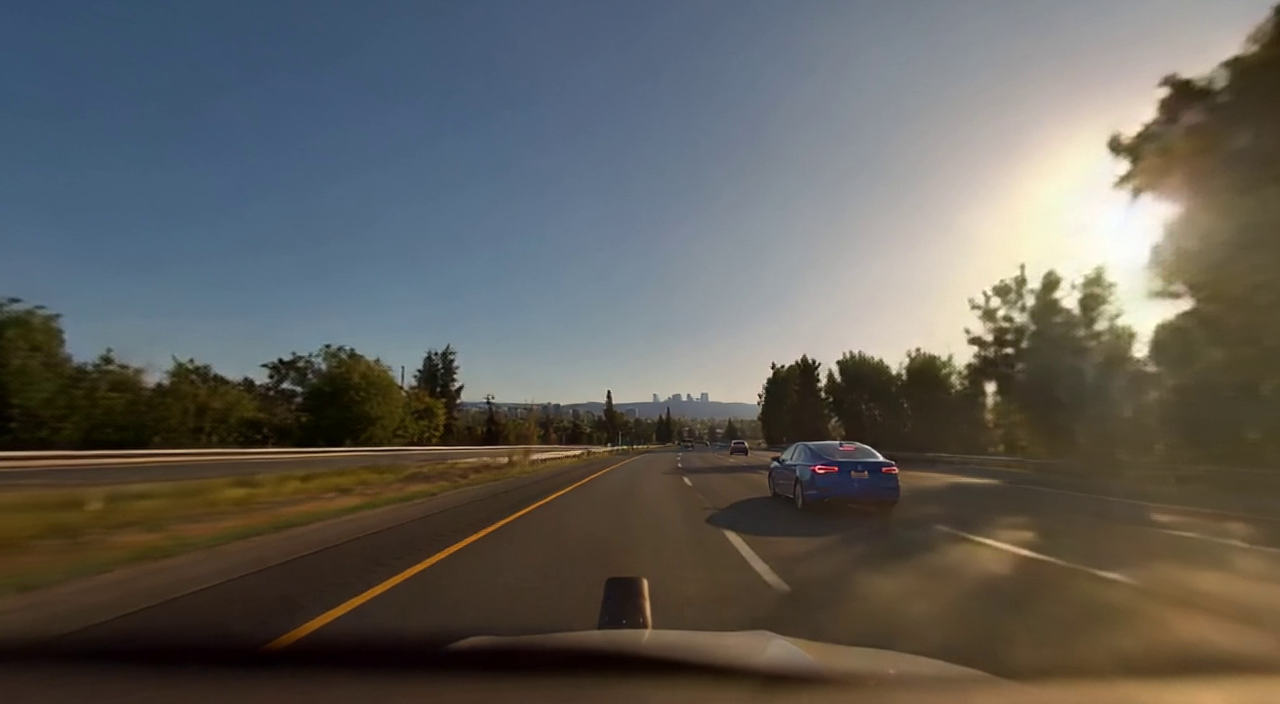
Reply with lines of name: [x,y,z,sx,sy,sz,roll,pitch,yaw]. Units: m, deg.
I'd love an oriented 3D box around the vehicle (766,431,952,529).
vehicle: [3.914,2.360,12.242,2.050,1.546,4.344,0,-8,0]
